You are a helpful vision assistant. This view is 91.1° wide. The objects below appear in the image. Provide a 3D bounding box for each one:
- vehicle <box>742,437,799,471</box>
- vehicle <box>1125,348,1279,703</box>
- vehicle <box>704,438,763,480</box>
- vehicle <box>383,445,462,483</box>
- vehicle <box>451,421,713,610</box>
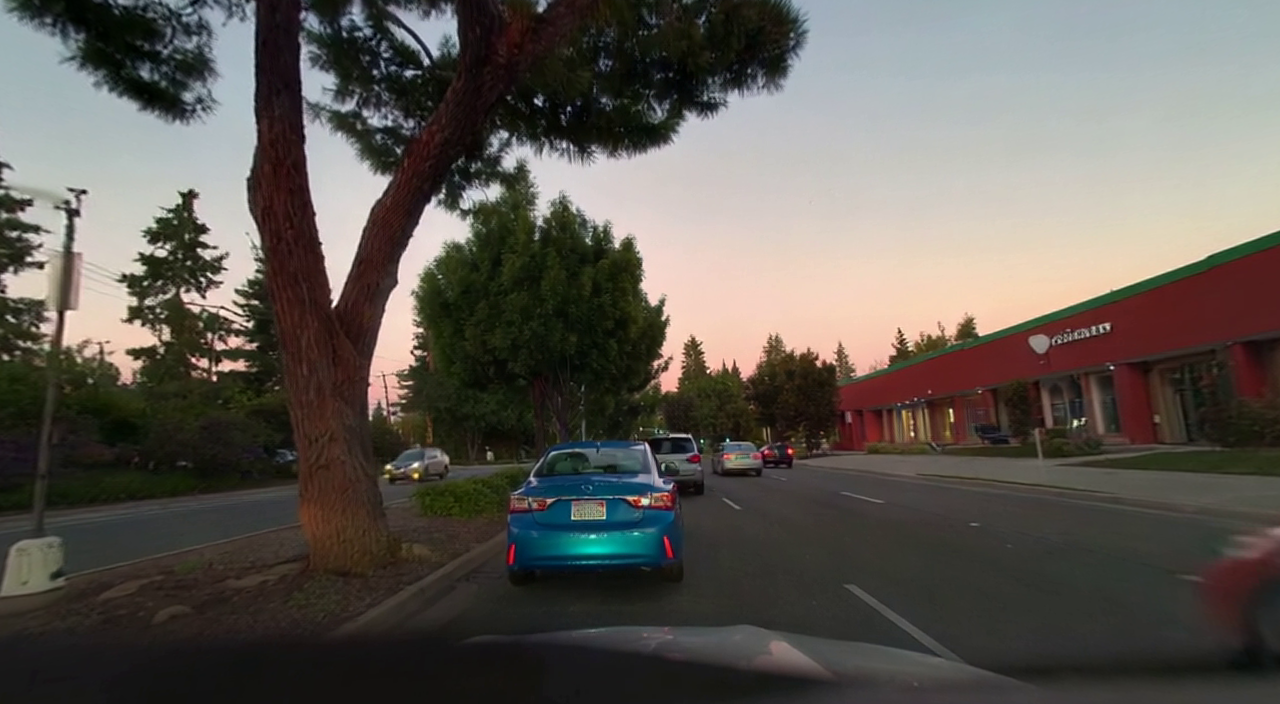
[{"bbox_3d":[7.652,6.030,37.399,2.253,1.854,5.409,0,-9,0],"label":"vehicle"},{"bbox_3d":[3.508,0.593,1.054,1.971,1.637,4.317,0,-9,2],"label":"vehicle"},{"bbox_3d":[3.967,4.597,27.271,1.946,1.648,4.230,0,-9,0],"label":"vehicle"},{"bbox_3d":[-11.912,6.180,34.972,2.257,1.904,5.751,0,-9,1],"label":"vehicle"},{"bbox_3d":[-0.471,1.627,7.155,2.111,1.506,4.018,0,-9,0],"label":"vehicle"}]
